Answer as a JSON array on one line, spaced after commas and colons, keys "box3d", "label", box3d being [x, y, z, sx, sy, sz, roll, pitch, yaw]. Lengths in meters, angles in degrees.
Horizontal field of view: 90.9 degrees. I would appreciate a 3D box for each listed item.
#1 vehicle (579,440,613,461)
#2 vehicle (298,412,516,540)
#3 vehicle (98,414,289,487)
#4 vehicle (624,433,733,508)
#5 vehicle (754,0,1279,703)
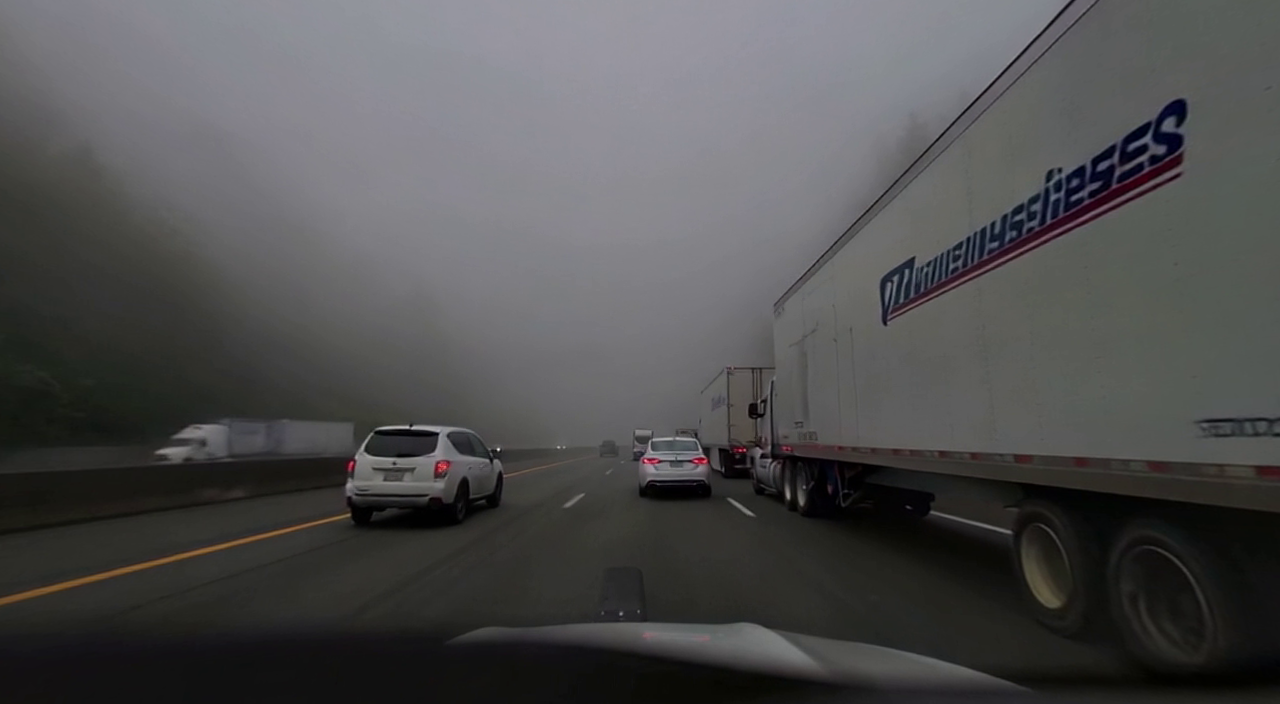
[{"box3d": [-3.322, 7.533, 48.331, 2.181, 1.538, 4.169, 0, -8, 2], "label": "vehicle"}, {"box3d": [-3.645, 2.012, 10.954, 2.006, 1.729, 4.447, 0, -8, 1], "label": "vehicle"}, {"box3d": [-18.221, 4.067, 26.518, 2.563, 2.628, 7.235, 0, -8, 2], "label": "vehicle"}, {"box3d": [0.746, 2.680, 14.901, 2.200, 1.495, 4.282, 0, -8, -1], "label": "vehicle"}, {"box3d": [4.532, 0.361, 8.708, 2.967, 4.347, 15.373, 0, -8, 0], "label": "vehicle"}]
